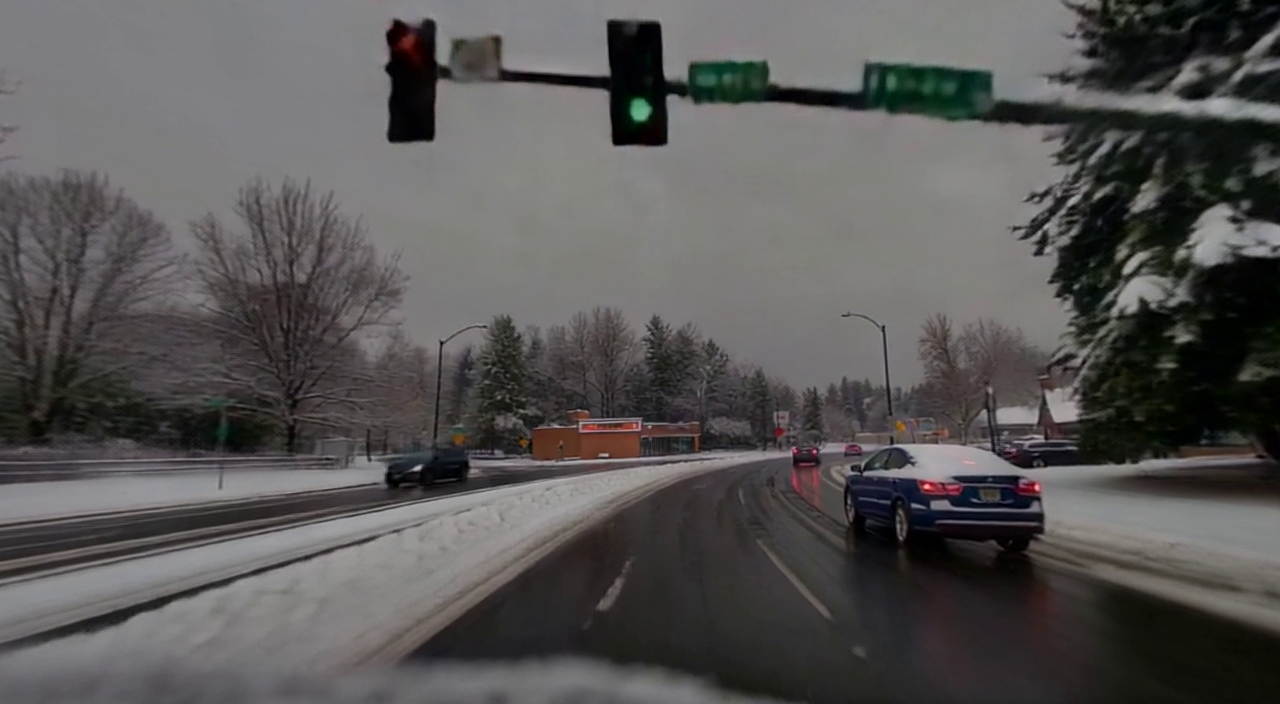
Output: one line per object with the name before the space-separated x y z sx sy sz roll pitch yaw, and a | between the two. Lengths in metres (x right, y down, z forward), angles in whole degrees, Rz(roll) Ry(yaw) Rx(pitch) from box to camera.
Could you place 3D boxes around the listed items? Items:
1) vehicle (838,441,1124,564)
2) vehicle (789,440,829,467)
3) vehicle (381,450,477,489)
vehicle | 4.859 2.171 9.939 1.938 1.466 4.434 0 -9 -2
vehicle | 11.532 6.840 42.739 2.311 1.715 4.287 -3 -9 18
vehicle | -9.003 5.040 27.398 2.022 1.498 4.400 -2 -9 11
